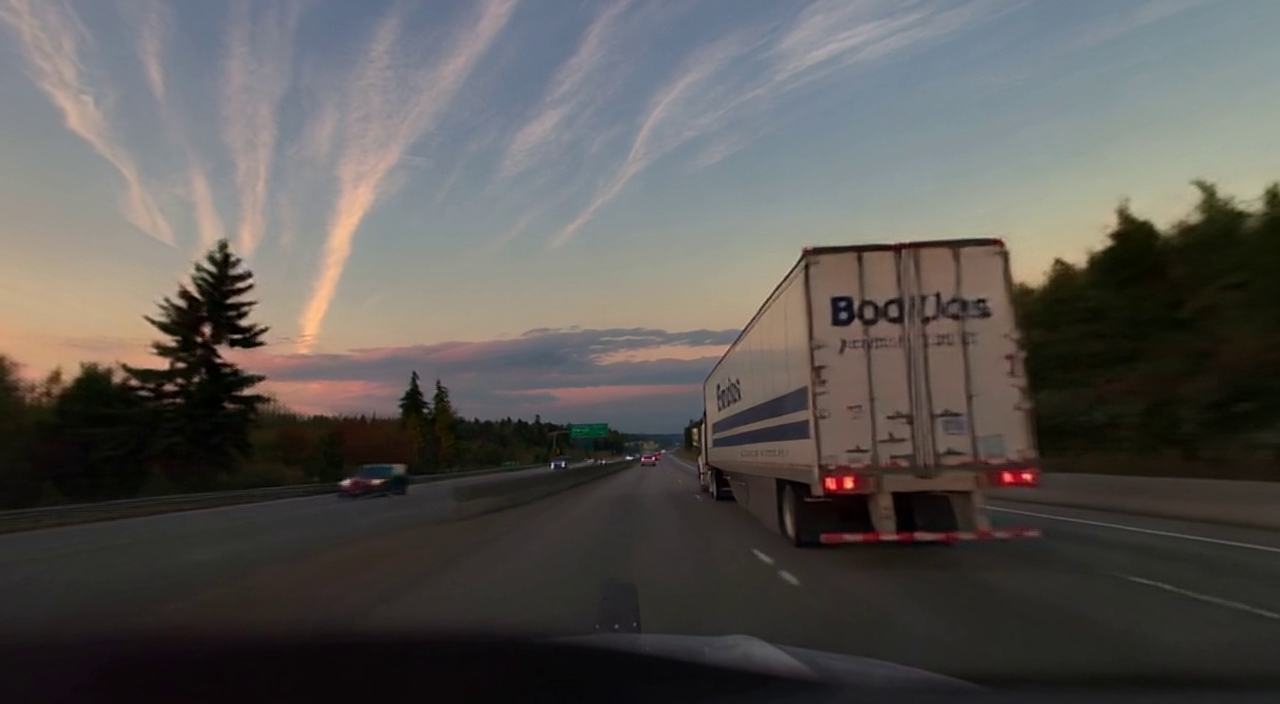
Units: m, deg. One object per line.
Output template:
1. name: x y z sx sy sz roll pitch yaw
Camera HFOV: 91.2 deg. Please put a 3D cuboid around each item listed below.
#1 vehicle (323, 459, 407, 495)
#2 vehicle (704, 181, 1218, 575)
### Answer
1. vehicle: -13.283 6.054 30.592 1.934 1.501 4.635 0 -9 1
2. vehicle: 4.065 1.502 15.078 3.537 4.071 17.399 0 -9 1
